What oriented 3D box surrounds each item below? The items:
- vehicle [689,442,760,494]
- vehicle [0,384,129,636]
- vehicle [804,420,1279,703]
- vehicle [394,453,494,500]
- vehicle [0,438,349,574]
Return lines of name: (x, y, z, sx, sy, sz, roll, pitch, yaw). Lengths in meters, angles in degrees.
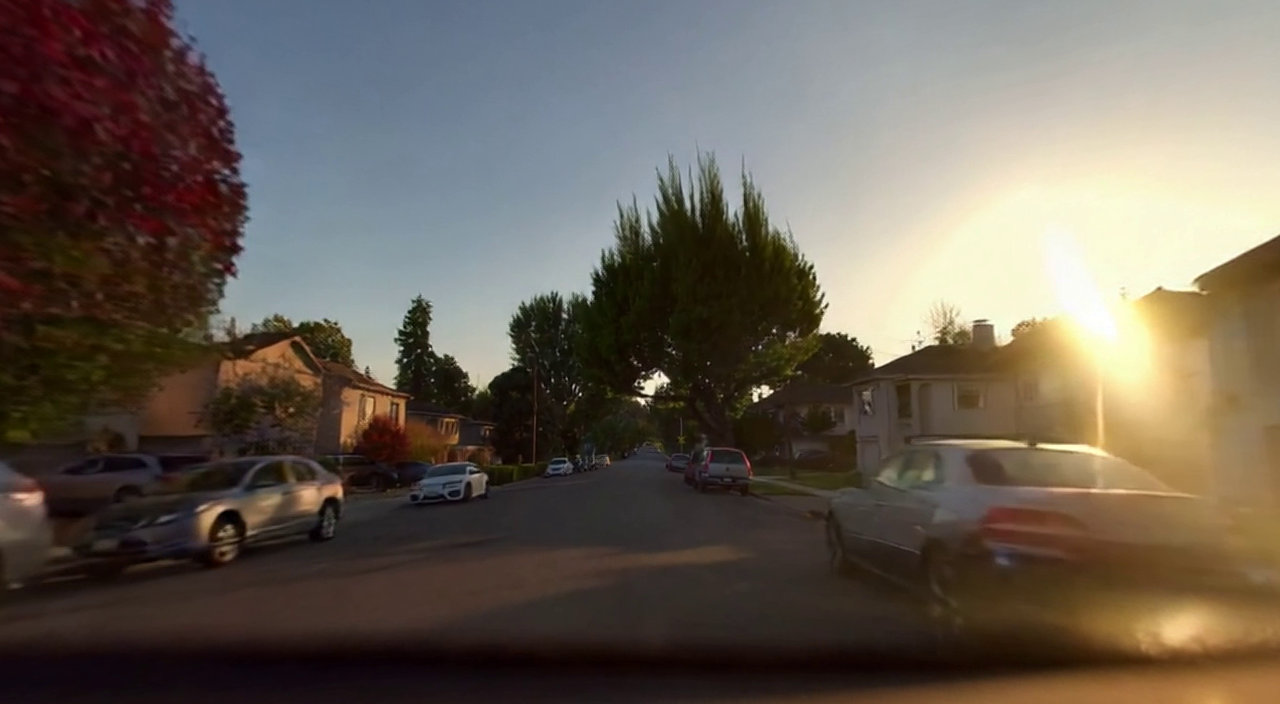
vehicle: (3.248, 4.590, 25.397, 2.262, 1.870, 4.948, 0, -8, 1)
vehicle: (-6.874, 1.121, 4.086, 2.408, 2.201, 5.646, -1, -11, -2)
vehicle: (3.162, 1.526, 5.852, 2.050, 1.598, 4.590, 0, -8, 0)
vehicle: (-6.871, 4.552, 22.643, 2.071, 1.481, 4.425, -1, -13, 2)
vehicle: (-6.926, 2.433, 10.180, 1.905, 1.602, 4.974, -2, -13, 2)
